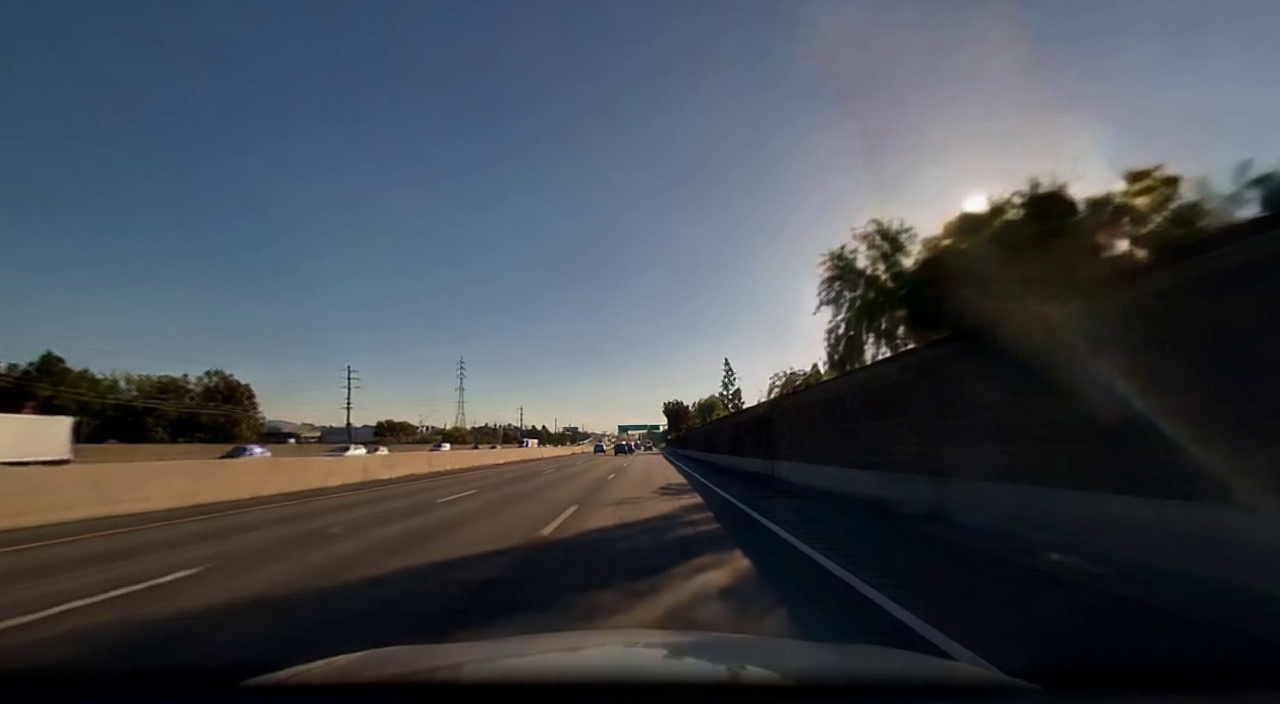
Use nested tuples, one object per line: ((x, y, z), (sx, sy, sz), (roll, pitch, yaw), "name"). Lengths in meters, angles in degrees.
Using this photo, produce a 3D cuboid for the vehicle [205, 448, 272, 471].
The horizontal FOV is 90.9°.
((-31.411, 8.412, 49.512), (1.902, 1.669, 4.935), (0, -8, 2), "vehicle")
